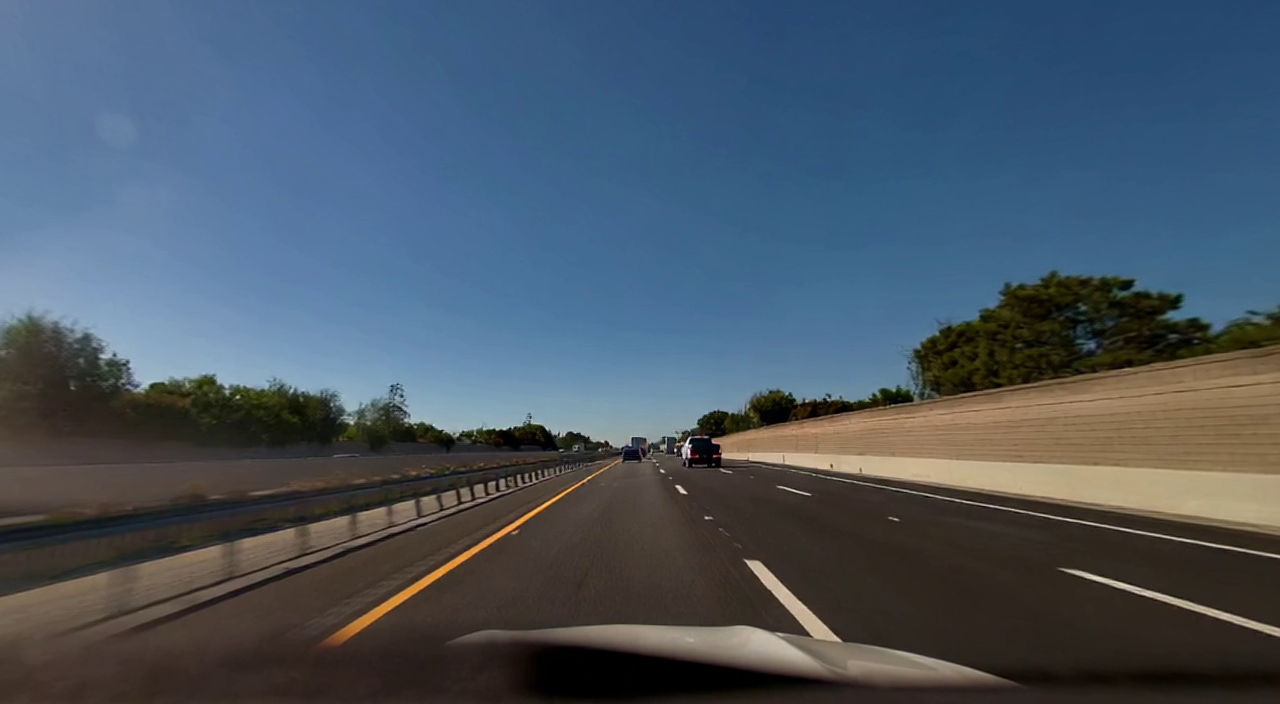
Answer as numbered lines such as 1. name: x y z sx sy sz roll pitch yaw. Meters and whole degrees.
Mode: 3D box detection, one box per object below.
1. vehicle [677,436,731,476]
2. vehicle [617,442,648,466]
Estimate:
1. vehicle: 3.190 5.326 32.426 2.269 1.839 4.554 0 -9 -1
2. vehicle: -0.514 7.496 46.250 2.142 1.664 4.076 0 -9 0
